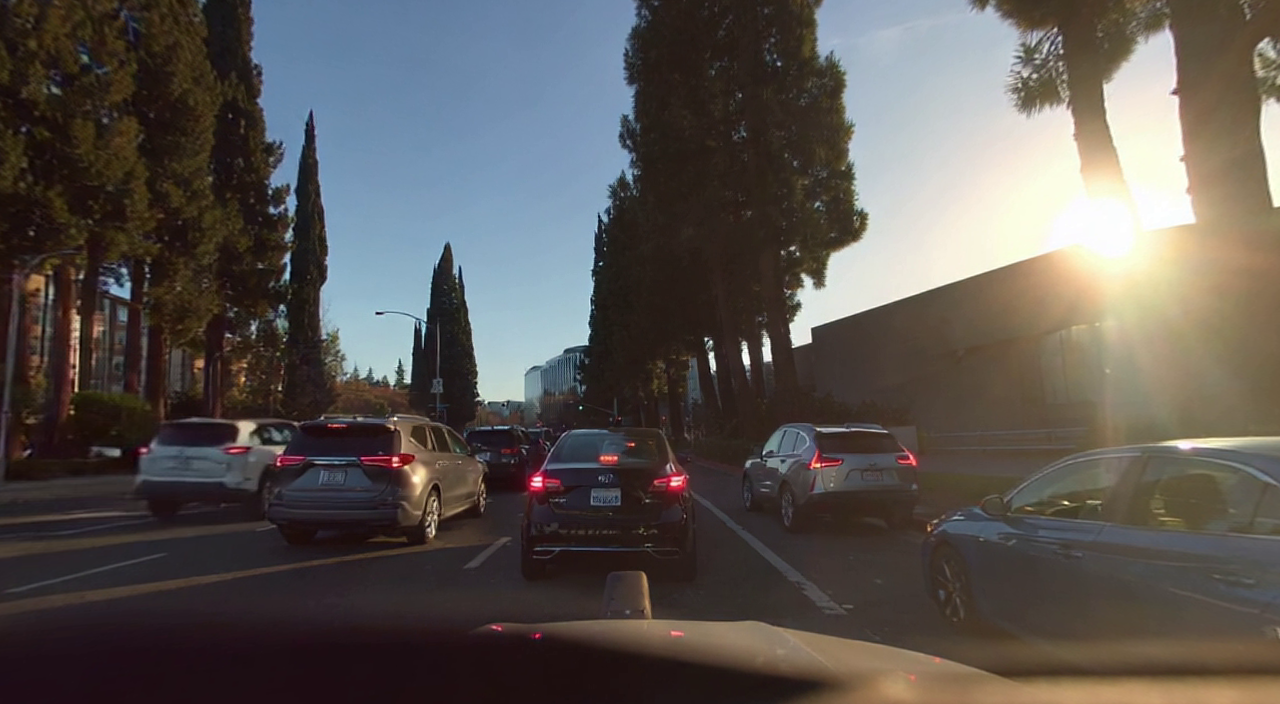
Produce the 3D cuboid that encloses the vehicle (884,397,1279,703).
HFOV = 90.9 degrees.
[{"bbox_3d":[3.243,1.069,3.367,2.045,1.459,4.462,0,-8,-1],"label":"vehicle"}]

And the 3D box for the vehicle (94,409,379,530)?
[{"bbox_3d":[-7.137,2.146,12.082,2.066,1.814,5.097,0,-8,0],"label":"vehicle"}]

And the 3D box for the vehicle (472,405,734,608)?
[{"bbox_3d":[-0.348,1.586,7.416,2.114,1.631,4.459,0,-8,-1],"label":"vehicle"}]

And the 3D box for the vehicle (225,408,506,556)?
[{"bbox_3d":[-3.757,1.887,9.883,2.141,1.718,4.809,0,-8,1],"label":"vehicle"}]

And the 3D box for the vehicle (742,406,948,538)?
[{"bbox_3d":[3.344,2.083,11.526,2.117,1.879,4.715,0,-8,-1],"label":"vehicle"}]
